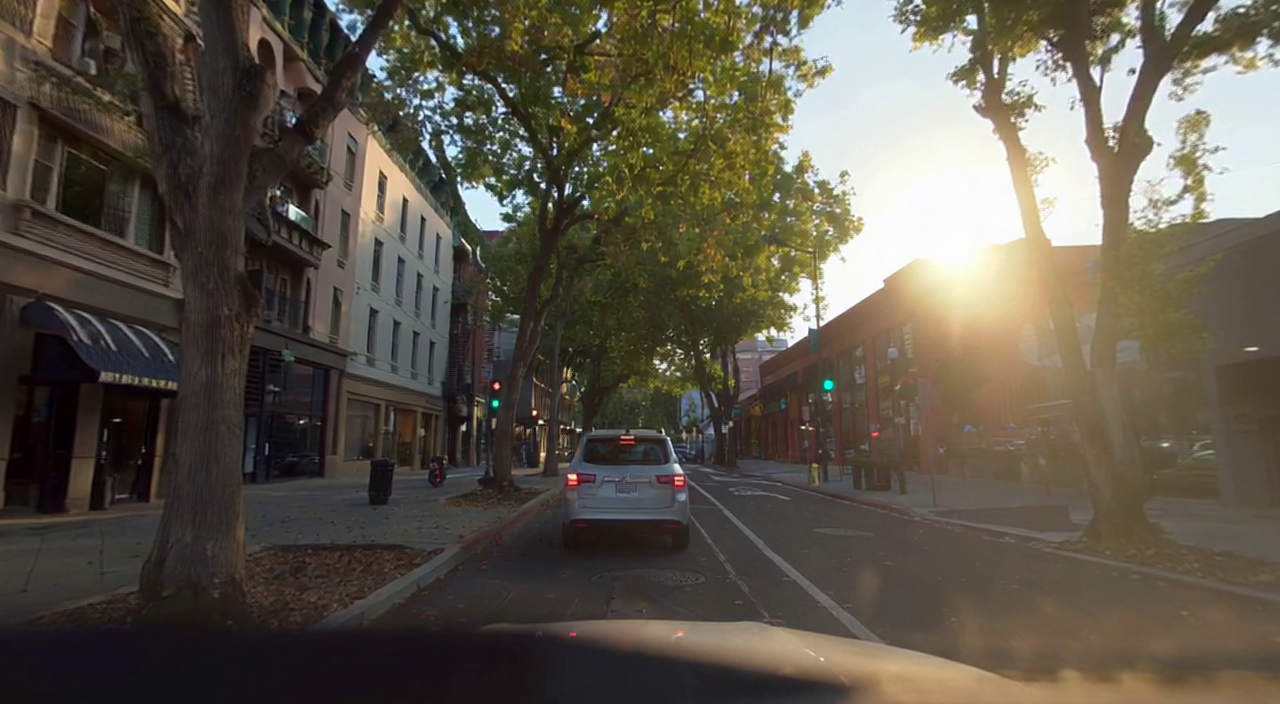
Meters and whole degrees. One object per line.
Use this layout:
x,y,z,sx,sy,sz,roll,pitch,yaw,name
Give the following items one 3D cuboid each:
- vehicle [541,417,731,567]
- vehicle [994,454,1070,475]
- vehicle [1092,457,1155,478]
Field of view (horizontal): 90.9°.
-0.087,1.824,8.925,2.079,1.621,3.861,0,-8,-1,vehicle
29.755,8.530,47.913,4.668,1.441,1.904,1,-9,-6,vehicle
36.732,8.776,47.914,3.445,1.363,1.608,2,-8,-1,vehicle
